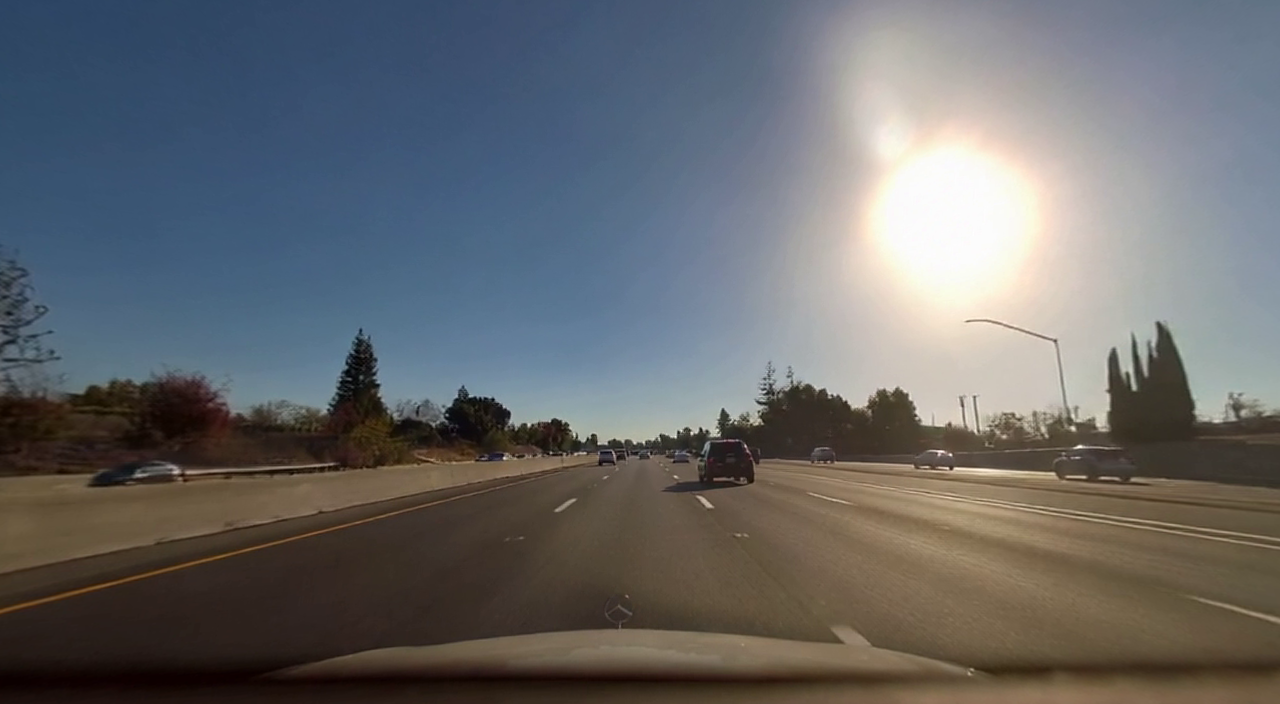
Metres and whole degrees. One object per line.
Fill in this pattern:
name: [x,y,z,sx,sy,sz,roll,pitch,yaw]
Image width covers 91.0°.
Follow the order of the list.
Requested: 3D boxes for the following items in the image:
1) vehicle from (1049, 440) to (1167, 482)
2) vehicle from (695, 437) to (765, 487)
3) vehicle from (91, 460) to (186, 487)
vehicle: [21.852,5.094,29.703,2.116,1.754,4.727,0,-9,4]
vehicle: [3.440,4.306,24.961,2.147,1.794,4.538,0,-9,0]
vehicle: [-31.361,7.581,39.586,1.992,1.512,4.808,0,-9,1]
